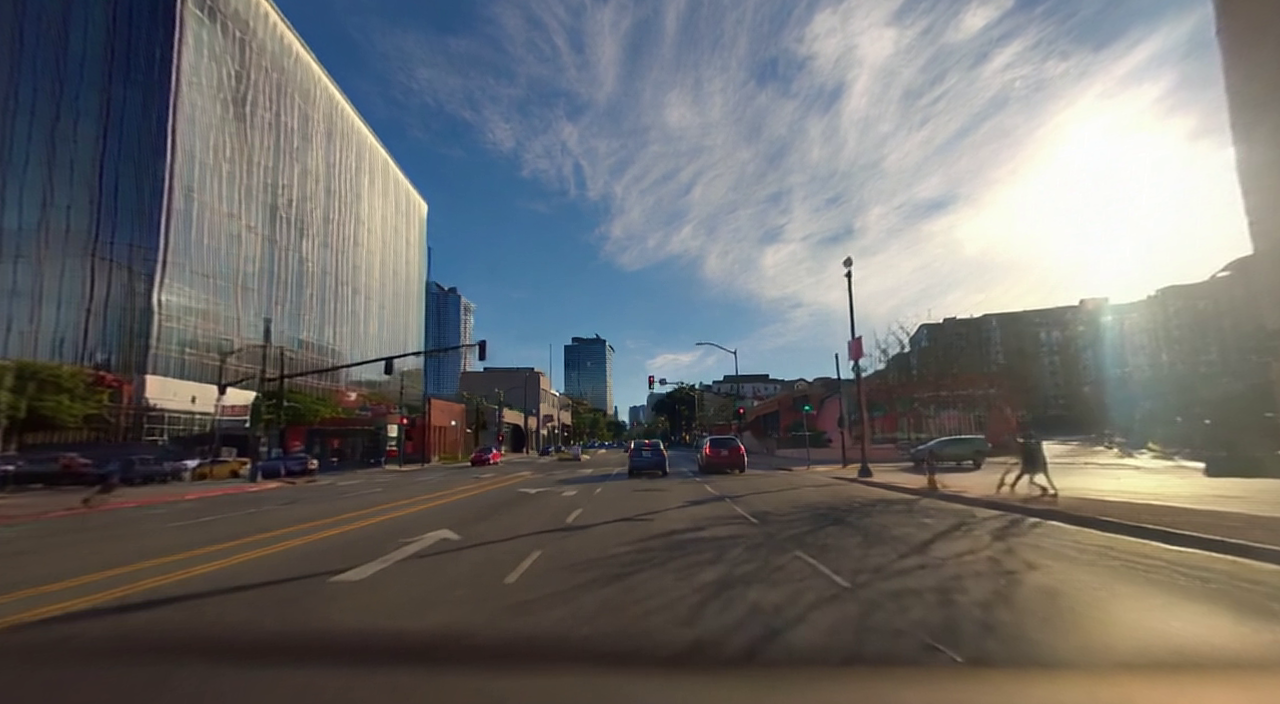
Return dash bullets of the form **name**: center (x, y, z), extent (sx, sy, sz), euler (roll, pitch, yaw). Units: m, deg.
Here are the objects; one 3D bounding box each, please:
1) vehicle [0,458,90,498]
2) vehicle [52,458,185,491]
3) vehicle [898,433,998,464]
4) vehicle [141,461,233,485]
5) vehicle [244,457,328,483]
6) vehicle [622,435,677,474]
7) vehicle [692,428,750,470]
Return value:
- **vehicle**: center (-31.154, 6.410, 31.963), extent (2.028, 1.656, 5.029), euler (-7, -8, 1)
- **vehicle**: center (-25.783, 6.043, 31.317), extent (4.499, 1.503, 2.151), euler (1, -9, -6)
- **vehicle**: center (17.349, 5.435, 35.627), extent (4.556, 1.693, 2.030), euler (0, -8, -1)
- **vehicle**: center (-30.166, 8.037, 42.063), extent (4.452, 1.517, 2.095), euler (0, -9, 2)
- **vehicle**: center (-23.684, 7.894, 42.244), extent (4.404, 1.618, 1.968), euler (0, -9, 1)
- **vehicle**: center (0.350, 4.504, 27.891), extent (2.245, 1.587, 4.094), euler (0, -9, -1)
- **vehicle**: center (3.908, 4.815, 31.388), extent (2.159, 1.938, 4.836), euler (0, -9, -1)
